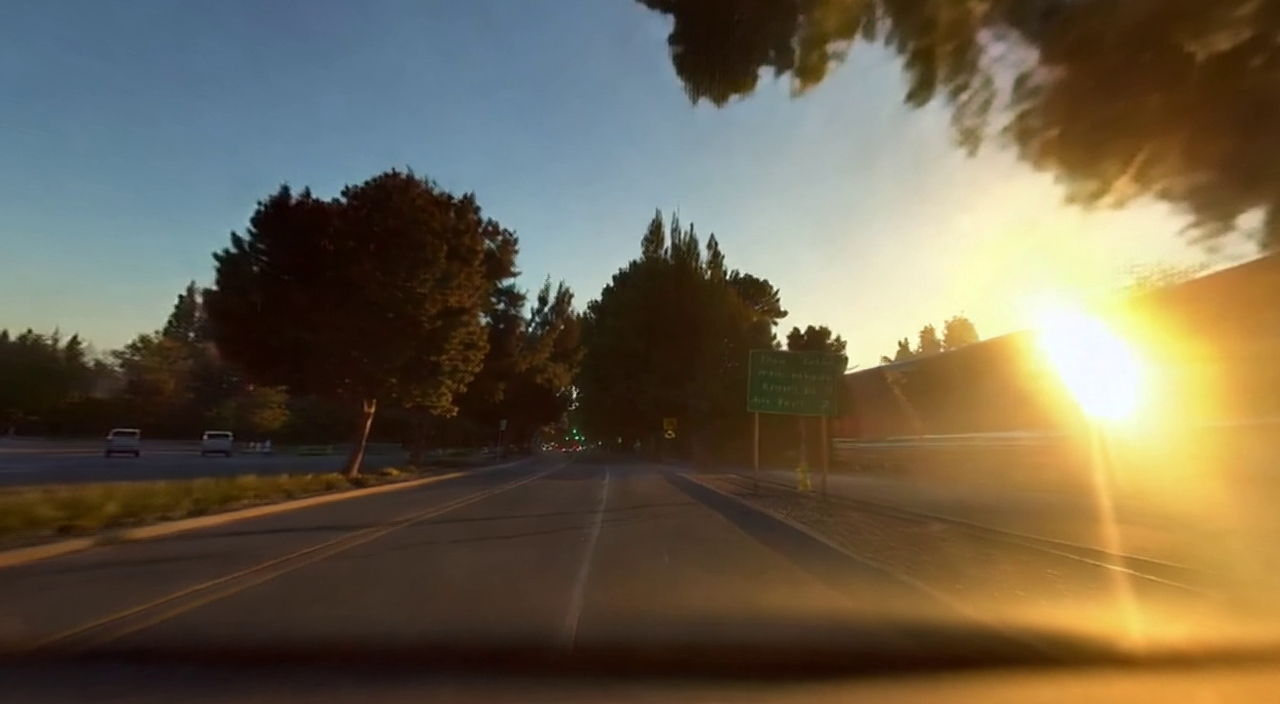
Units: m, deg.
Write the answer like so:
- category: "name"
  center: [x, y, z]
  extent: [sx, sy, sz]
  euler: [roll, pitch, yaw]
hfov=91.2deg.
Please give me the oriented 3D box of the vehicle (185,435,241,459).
- category: "vehicle"
  center: [-28.565, 6.375, 41.873]
  extent: [3.733, 1.499, 1.704]
  euler: [-6, -10, 34]
